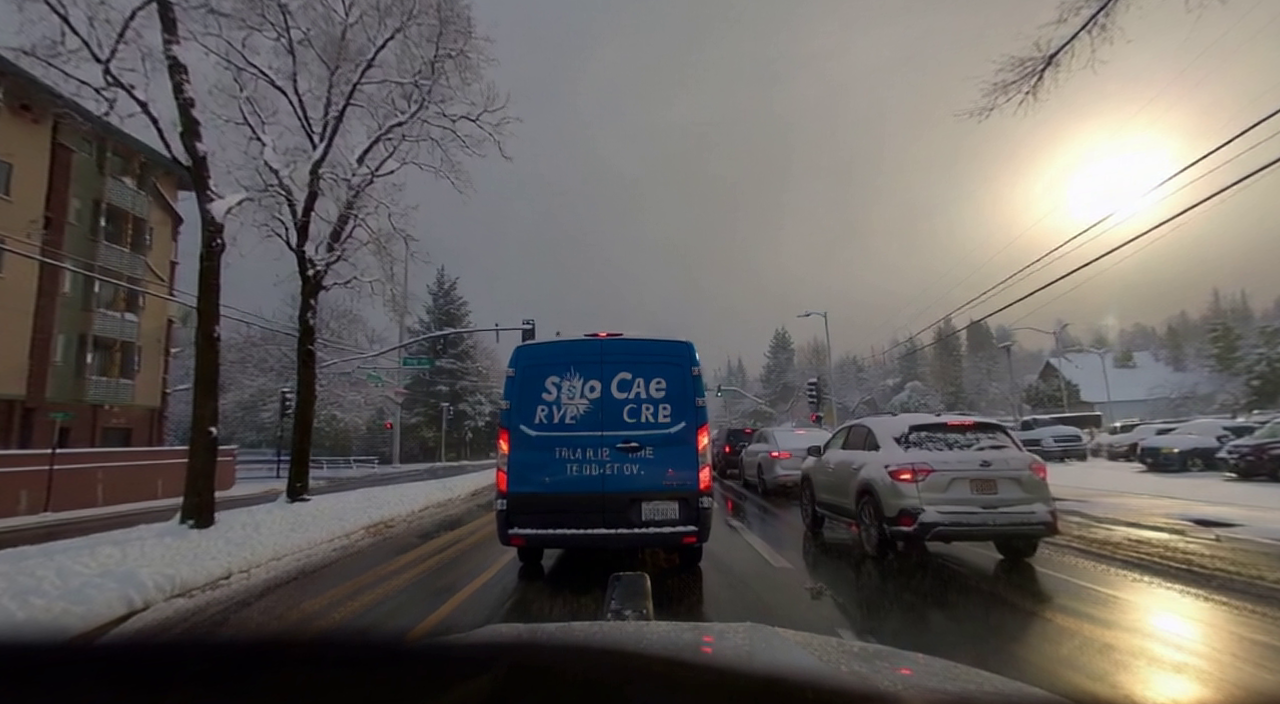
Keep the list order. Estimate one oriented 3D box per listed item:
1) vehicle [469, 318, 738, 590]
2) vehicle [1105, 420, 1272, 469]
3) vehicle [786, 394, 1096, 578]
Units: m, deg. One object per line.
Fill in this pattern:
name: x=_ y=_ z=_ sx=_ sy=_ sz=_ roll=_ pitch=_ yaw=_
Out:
vehicle: x=-0.299 y=1.272 z=8.310 sx=2.422 sy=2.488 sz=4.992 roll=0 pitch=-8 yaw=1
vehicle: x=17.219 y=2.916 z=19.927 sx=3.491 sy=1.443 sz=1.837 roll=0 pitch=-8 yaw=0
vehicle: x=3.428 y=1.617 z=8.332 sx=1.965 sy=1.771 sz=4.295 roll=0 pitch=-8 yaw=0
